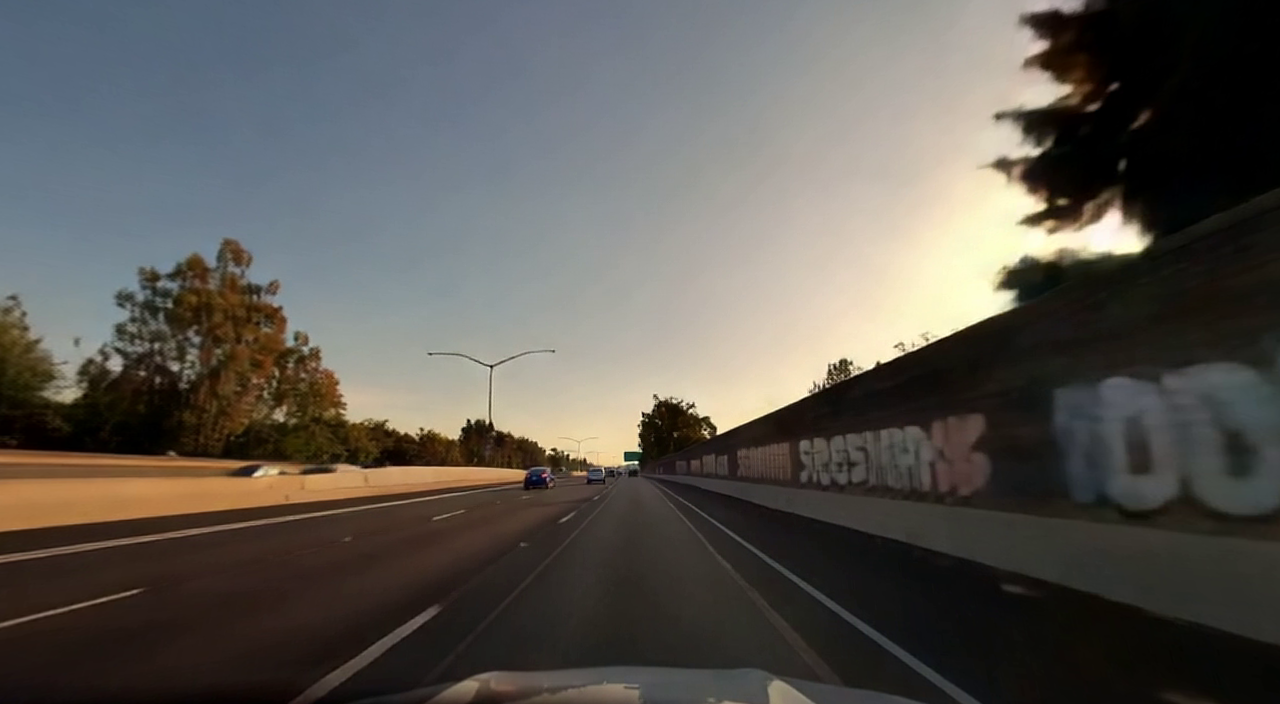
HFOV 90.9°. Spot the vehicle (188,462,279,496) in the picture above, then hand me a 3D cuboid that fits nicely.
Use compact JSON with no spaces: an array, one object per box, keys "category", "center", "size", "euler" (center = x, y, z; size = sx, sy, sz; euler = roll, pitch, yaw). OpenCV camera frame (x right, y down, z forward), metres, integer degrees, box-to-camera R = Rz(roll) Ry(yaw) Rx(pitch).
[{"category":"vehicle","center":[-22.950,7.195,35.818],"size":[2.044,1.778,4.622],"euler":[1,-11,0]}]

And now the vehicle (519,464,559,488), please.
[{"category":"vehicle","center":[-7.337,9.070,46.254],"size":[2.124,1.630,4.416],"euler":[1,-11,0]}]

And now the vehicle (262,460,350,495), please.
[{"category":"vehicle","center":[-15.533,5.861,29.564],"size":[1.851,1.459,4.101],"euler":[1,-11,0]}]
